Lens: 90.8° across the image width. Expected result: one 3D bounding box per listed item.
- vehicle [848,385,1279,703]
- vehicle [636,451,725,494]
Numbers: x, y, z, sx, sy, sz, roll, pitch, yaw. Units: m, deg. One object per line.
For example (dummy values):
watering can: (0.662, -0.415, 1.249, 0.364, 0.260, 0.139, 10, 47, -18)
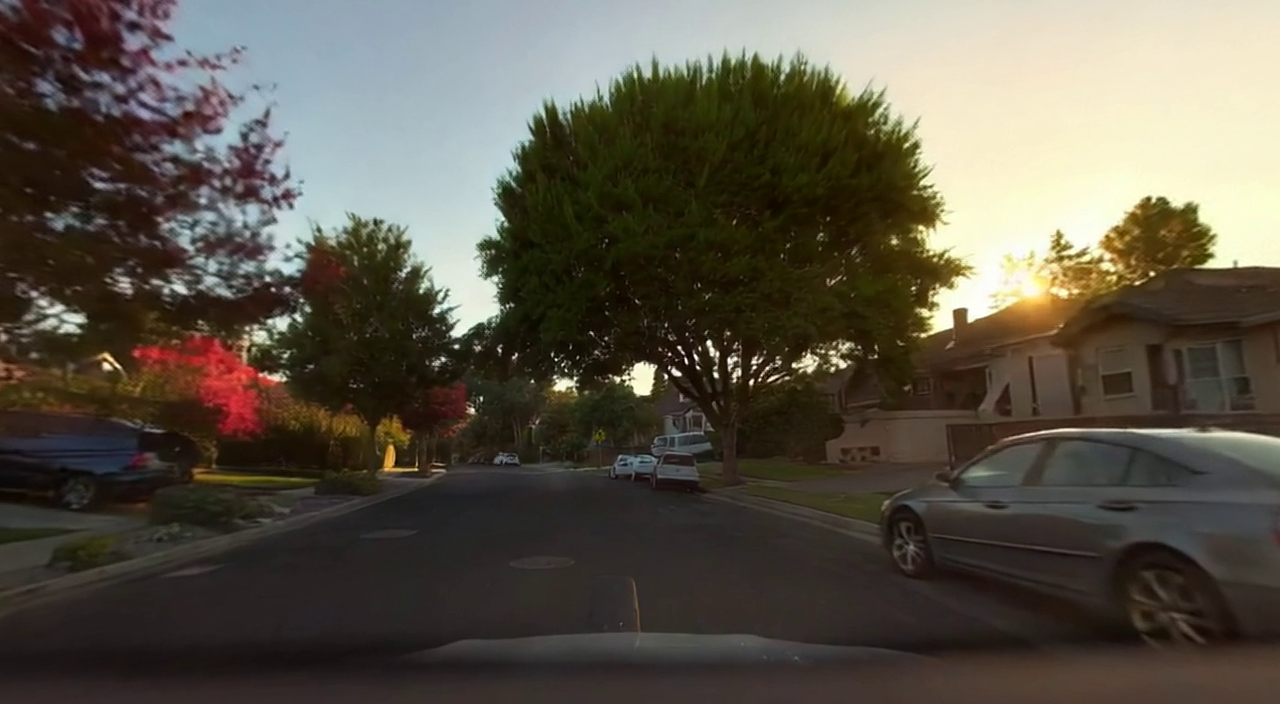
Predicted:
vehicle: (4.081, 1.410, 5.628, 2.111, 1.771, 4.942, 1, -9, -9)
vehicle: (1.459, 4.705, 25.099, 2.193, 1.504, 4.576, 2, -9, -15)
